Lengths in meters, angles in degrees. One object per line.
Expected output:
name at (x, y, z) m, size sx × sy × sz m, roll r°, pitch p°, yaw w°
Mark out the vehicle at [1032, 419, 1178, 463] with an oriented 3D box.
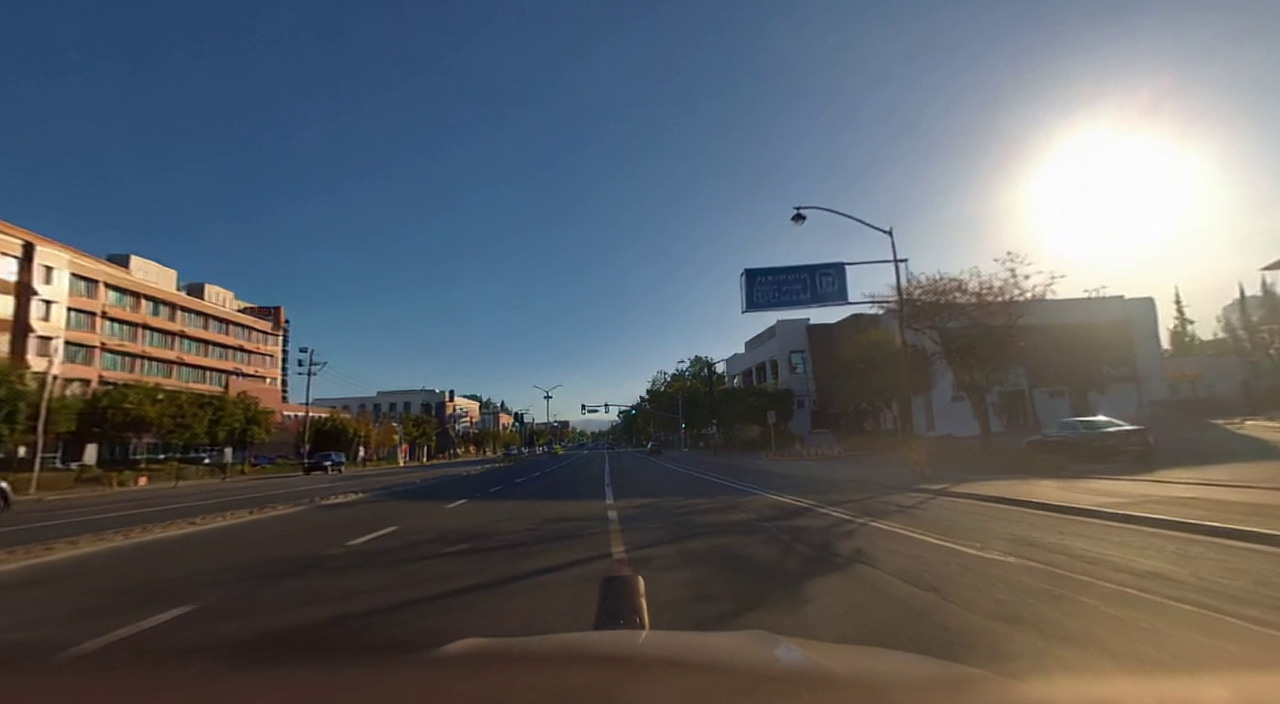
vehicle at (16.931, 3.287, 23.344) m, size 1.812 × 1.467 × 4.411 m, roll 0°, pitch -8°, yaw -4°
